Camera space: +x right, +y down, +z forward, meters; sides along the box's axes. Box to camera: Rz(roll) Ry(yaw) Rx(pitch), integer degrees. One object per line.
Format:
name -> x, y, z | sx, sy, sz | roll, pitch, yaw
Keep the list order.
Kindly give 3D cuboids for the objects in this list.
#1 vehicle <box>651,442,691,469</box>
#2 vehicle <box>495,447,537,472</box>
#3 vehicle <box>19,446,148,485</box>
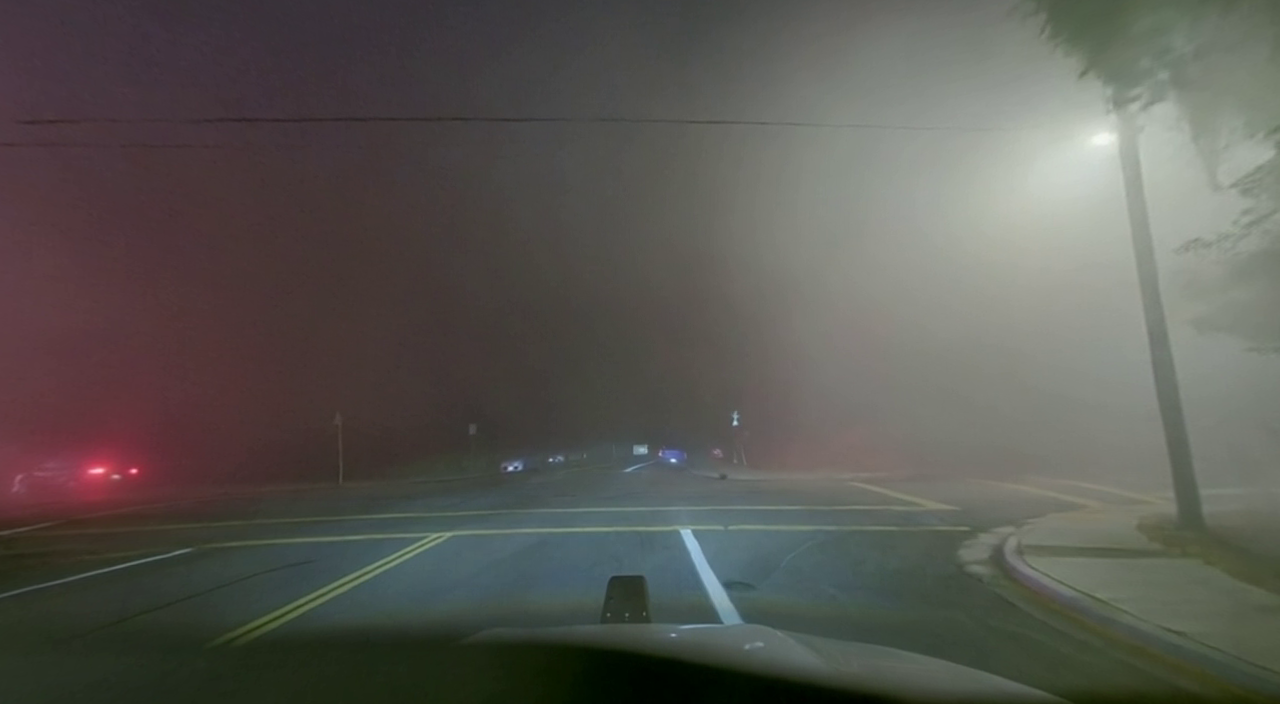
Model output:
vehicle -> 1.752, 6.035, 36.930 | 2.051, 1.461, 4.100 | 0, -8, -2
vehicle -> -8.235, 7.160, 42.249 | 2.102, 1.507, 4.049 | 0, -8, -2
vehicle -> -27.588, 5.608, 31.305 | 4.986, 1.796, 2.066 | -2, -8, 12
